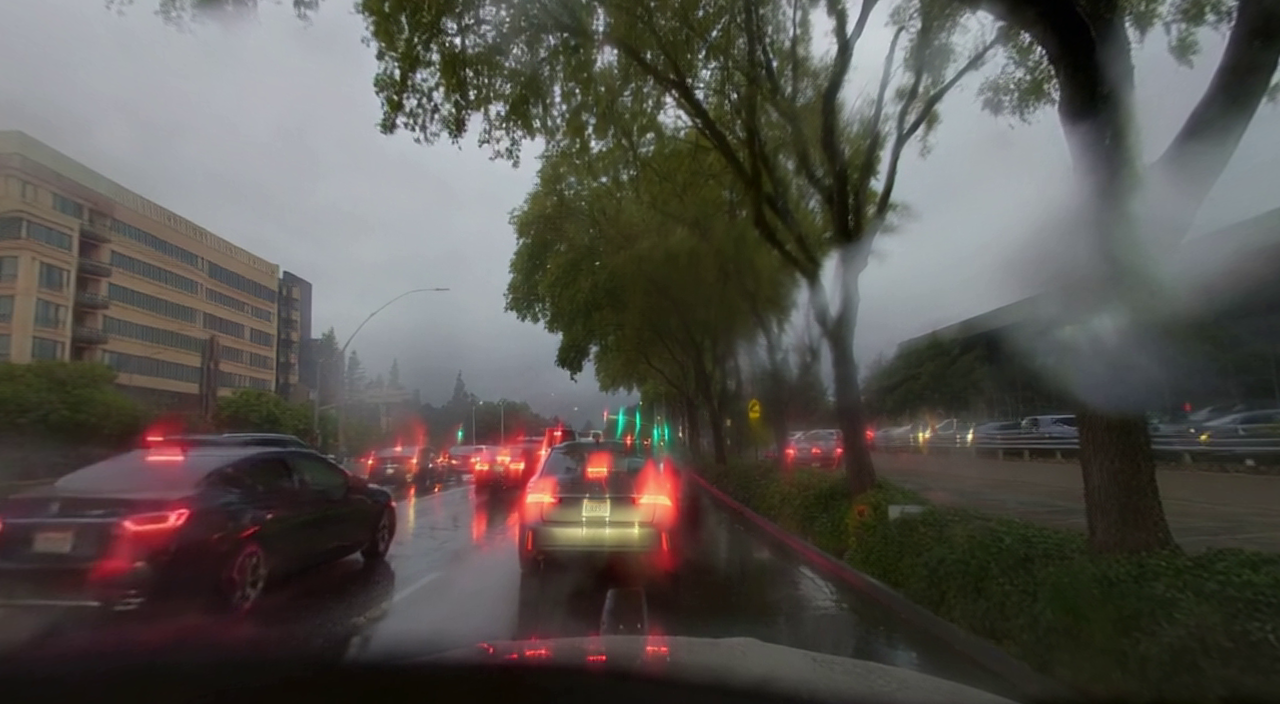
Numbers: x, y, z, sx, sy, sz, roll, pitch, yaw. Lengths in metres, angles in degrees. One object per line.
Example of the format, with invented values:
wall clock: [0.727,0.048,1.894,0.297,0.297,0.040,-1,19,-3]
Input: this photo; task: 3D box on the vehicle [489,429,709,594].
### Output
vehicle: [-0.396,1.807,8.009,2.066,1.544,3.954,0,-9,0]

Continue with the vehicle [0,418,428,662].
vehicle: [-3.924,1.532,6.347,1.913,1.521,4.539,0,-9,1]
